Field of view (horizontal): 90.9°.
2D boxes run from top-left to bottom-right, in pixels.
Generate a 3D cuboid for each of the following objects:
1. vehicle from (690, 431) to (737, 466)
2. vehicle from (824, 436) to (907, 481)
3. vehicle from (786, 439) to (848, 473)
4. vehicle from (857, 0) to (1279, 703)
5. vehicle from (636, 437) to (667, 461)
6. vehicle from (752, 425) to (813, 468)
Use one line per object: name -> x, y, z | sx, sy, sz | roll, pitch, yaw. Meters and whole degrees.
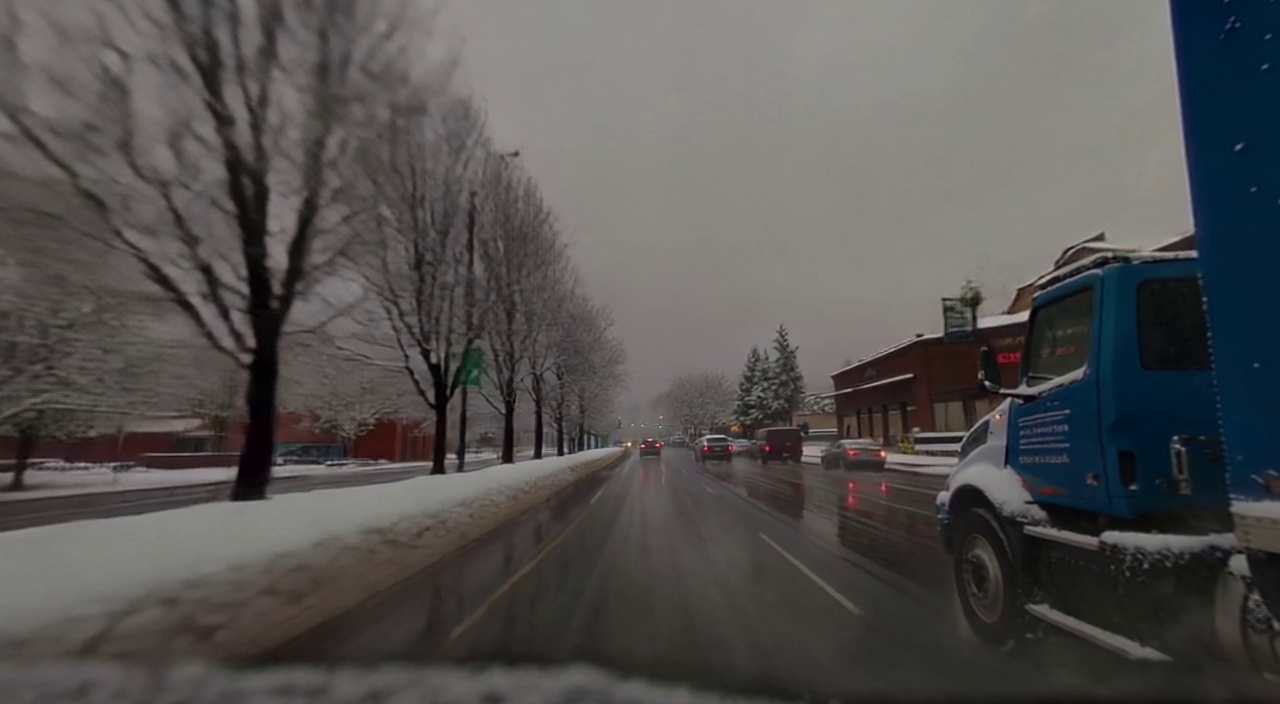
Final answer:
vehicle -> 4.232, 5.664, 37.129 | 2.196, 1.908, 4.412 | -1, -8, 0
vehicle -> 8.415, 3.971, 23.850 | 1.715, 1.529, 3.815 | -1, -8, 0
vehicle -> 8.269, 4.860, 29.741 | 1.733, 1.441, 4.073 | -1, -8, 0
vehicle -> 3.670, -0.295, 2.215 | 3.006, 3.679, 8.506 | -1, -8, 2
vehicle -> 0.938, 7.443, 48.450 | 2.276, 1.704, 3.925 | -1, -8, 2
vehicle -> 8.319, 5.576, 37.228 | 2.539, 2.328, 4.769 | -1, -8, 1
